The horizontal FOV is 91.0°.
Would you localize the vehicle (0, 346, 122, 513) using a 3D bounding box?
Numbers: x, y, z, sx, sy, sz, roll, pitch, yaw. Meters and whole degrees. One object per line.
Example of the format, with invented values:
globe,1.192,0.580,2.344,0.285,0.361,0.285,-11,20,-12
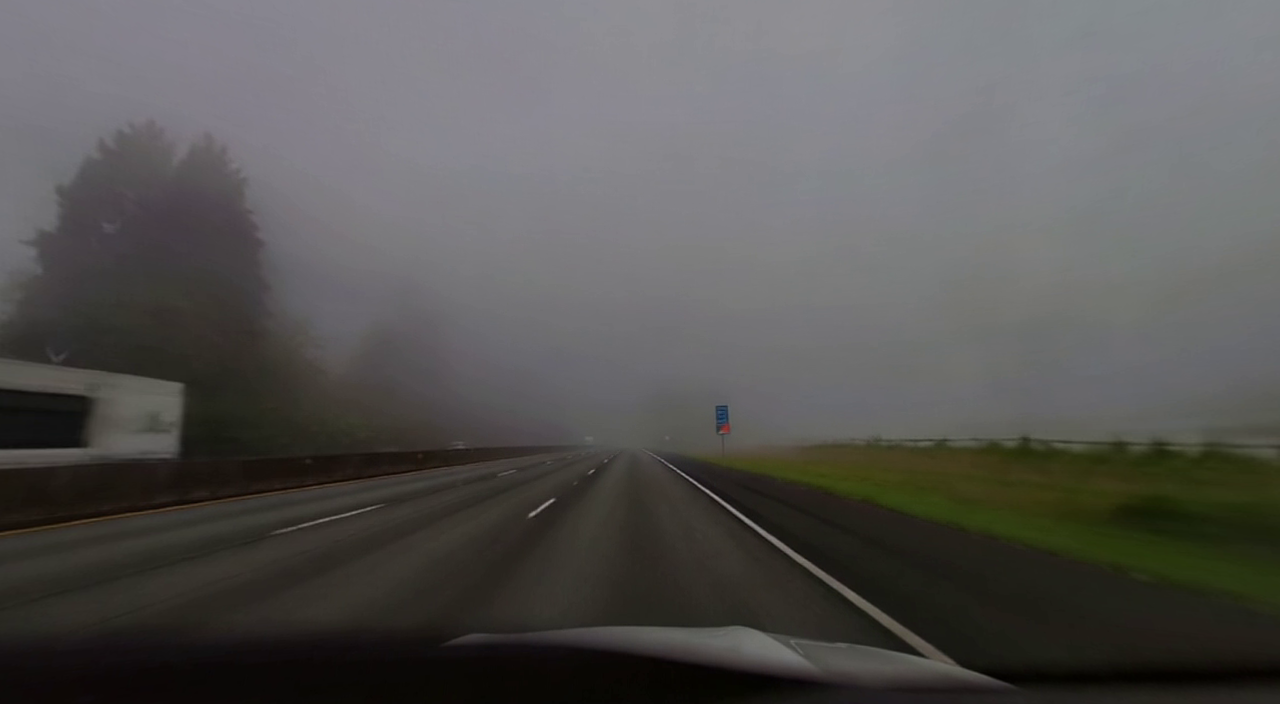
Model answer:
vehicle,-17.341,1.848,15.062,3.011,4.097,8.046,0,-8,-1
